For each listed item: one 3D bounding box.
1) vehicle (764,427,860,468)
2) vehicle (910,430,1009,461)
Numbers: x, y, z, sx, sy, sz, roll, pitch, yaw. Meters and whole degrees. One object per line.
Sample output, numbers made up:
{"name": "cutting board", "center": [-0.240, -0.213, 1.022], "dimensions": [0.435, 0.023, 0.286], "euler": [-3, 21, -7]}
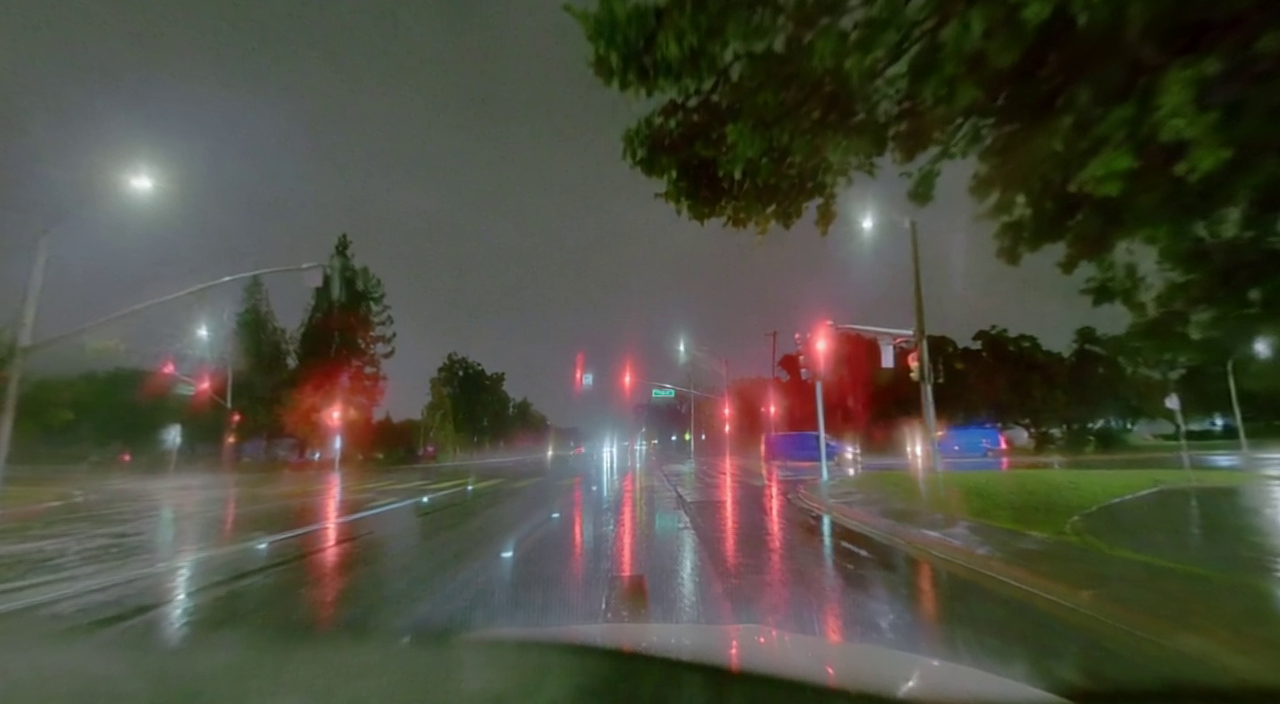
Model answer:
{"name": "vehicle", "center": [8.752, 4.854, 32.181], "dimensions": [4.536, 1.965, 1.780], "euler": [-3, -9, 17]}
{"name": "vehicle", "center": [19.046, 5.589, 37.707], "dimensions": [4.790, 1.798, 1.909], "euler": [0, -8, 1]}
